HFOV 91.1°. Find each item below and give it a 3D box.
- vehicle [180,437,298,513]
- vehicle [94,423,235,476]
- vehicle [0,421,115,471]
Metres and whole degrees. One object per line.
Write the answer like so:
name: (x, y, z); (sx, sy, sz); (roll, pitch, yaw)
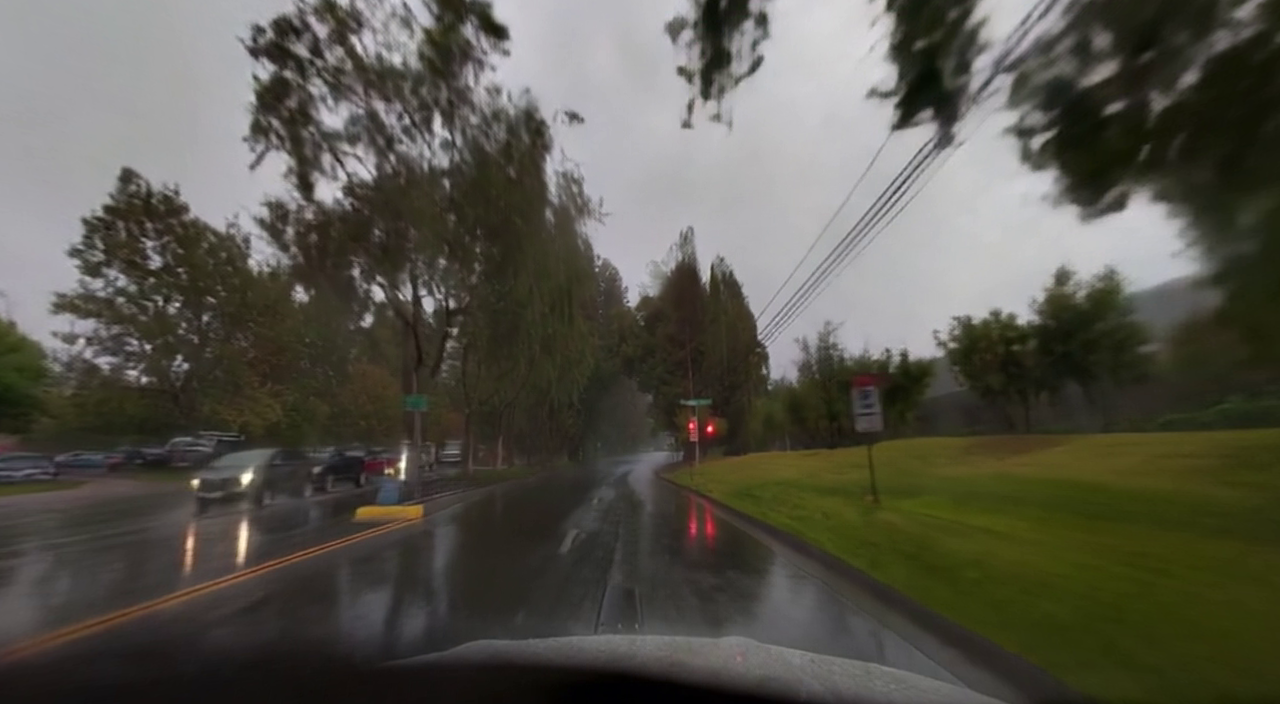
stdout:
vehicle: (-10.734, 3.296, 17.160); (1.861, 1.736, 4.241); (2, -10, -21)
vehicle: (-29.779, 6.105, 39.456); (7.249, 3.082, 2.621); (-1, -9, 11)
vehicle: (-42.388, 6.681, 45.346); (8.192, 3.335, 2.619); (-1, -6, 16)
